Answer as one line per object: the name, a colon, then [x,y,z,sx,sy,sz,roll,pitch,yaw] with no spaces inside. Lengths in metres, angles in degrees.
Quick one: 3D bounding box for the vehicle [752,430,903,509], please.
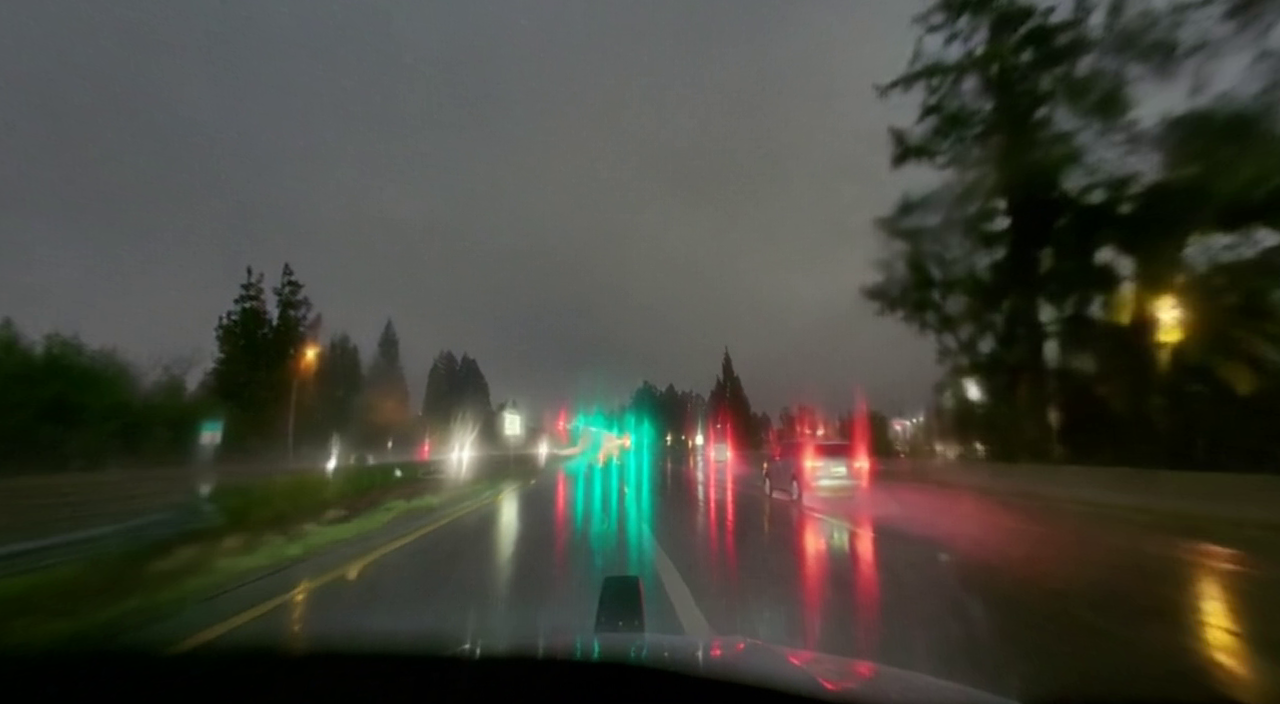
vehicle: [4.460,2.877,15.902,2.066,1.683,4.675,1,-9,-4]
